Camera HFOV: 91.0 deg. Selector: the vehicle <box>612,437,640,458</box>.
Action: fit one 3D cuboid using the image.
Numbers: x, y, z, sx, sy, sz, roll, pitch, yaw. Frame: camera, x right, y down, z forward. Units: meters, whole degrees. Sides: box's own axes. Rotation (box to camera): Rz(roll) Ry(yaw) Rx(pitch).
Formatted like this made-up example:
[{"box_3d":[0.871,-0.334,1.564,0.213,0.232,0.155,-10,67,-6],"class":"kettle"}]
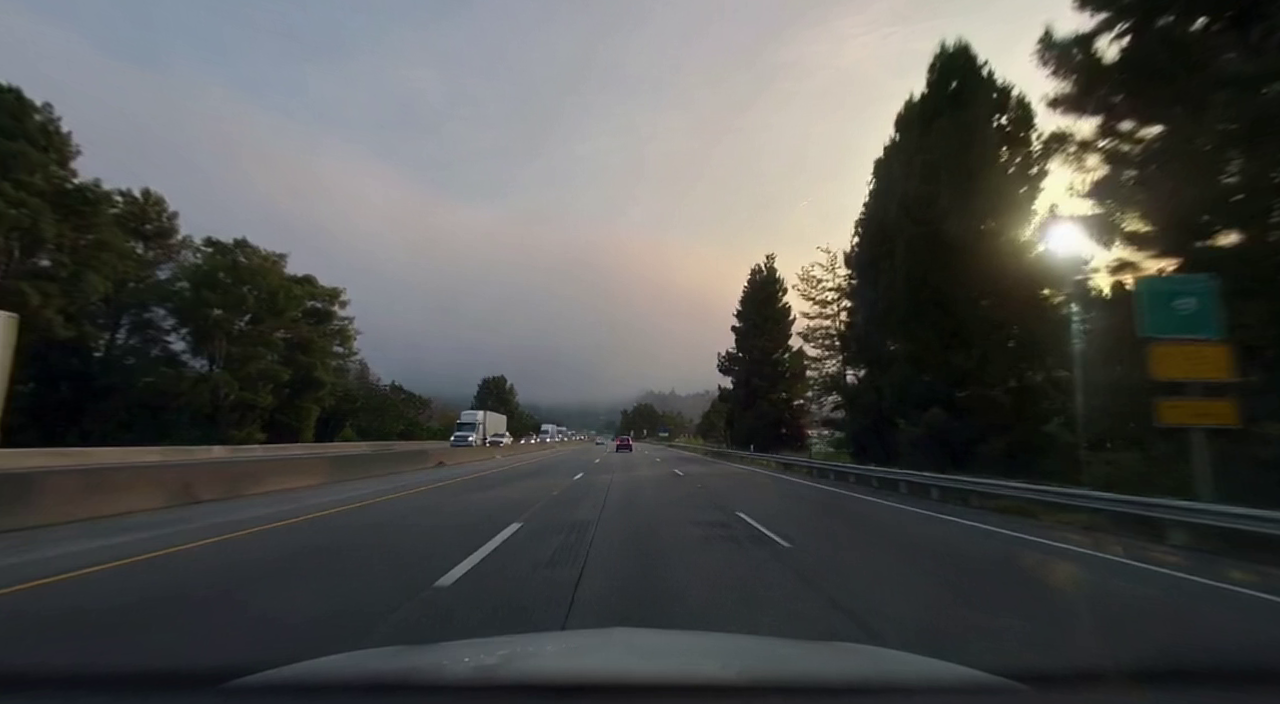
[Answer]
[{"box_3d":[-1.089,7.472,49.436,2.099,1.504,3.843,0,-8,-2],"class":"vehicle"}]
